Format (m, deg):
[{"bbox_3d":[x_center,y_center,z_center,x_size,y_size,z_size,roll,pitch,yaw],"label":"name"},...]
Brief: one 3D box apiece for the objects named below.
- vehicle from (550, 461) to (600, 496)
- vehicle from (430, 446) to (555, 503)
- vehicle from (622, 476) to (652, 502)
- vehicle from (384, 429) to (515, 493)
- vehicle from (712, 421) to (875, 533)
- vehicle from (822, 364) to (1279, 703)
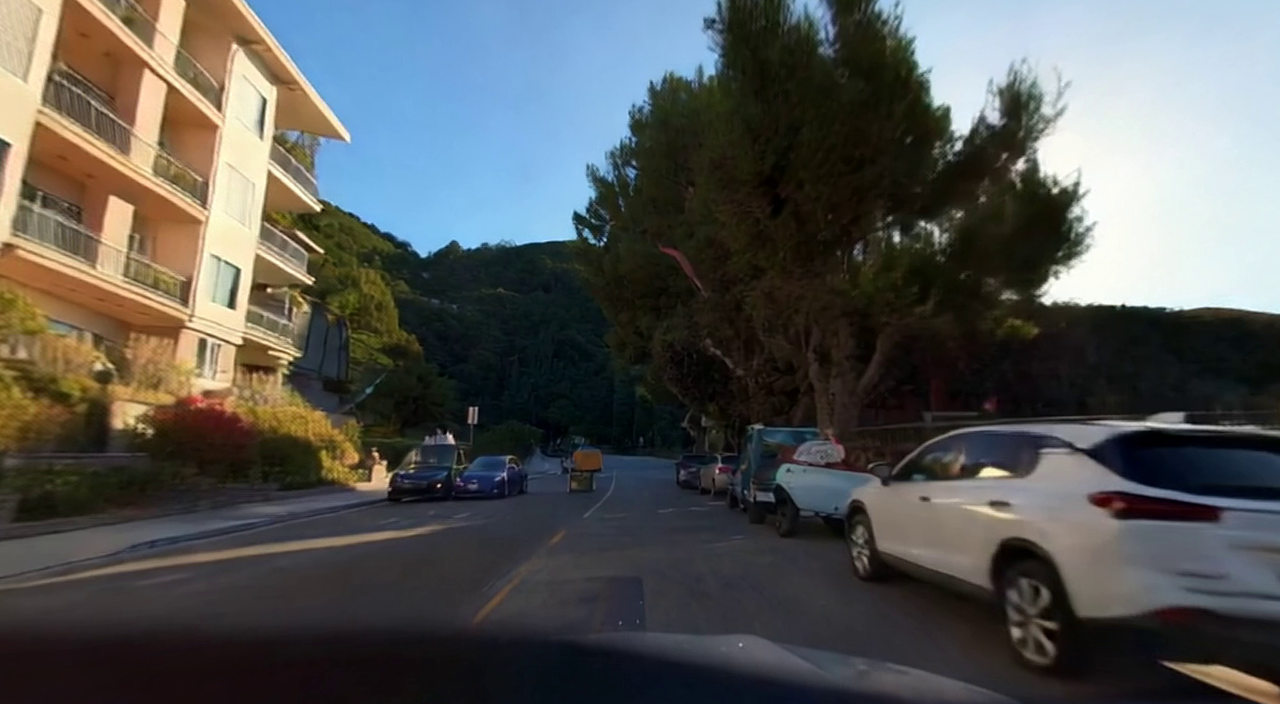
[{"bbox_3d":[-3.322,6.709,33.074,2.102,1.621,4.627,0,-13,1],"label":"vehicle"},{"bbox_3d":[-4.195,3.559,18.826,1.856,1.474,4.522,-2,-9,12],"label":"vehicle"},{"bbox_3d":[-0.293,10.565,48.793,2.201,1.731,3.854,0,-8,-2],"label":"vehicle"},{"bbox_3d":[-6.416,3.959,22.237,2.692,1.949,5.948,0,-12,0],"label":"vehicle"},{"bbox_3d":[2.792,2.409,12.759,2.072,1.830,4.744,0,-9,0],"label":"vehicle"},{"bbox_3d":[3.002,1.195,4.475,1.948,1.669,4.242,1,-9,-3],"label":"vehicle"}]
